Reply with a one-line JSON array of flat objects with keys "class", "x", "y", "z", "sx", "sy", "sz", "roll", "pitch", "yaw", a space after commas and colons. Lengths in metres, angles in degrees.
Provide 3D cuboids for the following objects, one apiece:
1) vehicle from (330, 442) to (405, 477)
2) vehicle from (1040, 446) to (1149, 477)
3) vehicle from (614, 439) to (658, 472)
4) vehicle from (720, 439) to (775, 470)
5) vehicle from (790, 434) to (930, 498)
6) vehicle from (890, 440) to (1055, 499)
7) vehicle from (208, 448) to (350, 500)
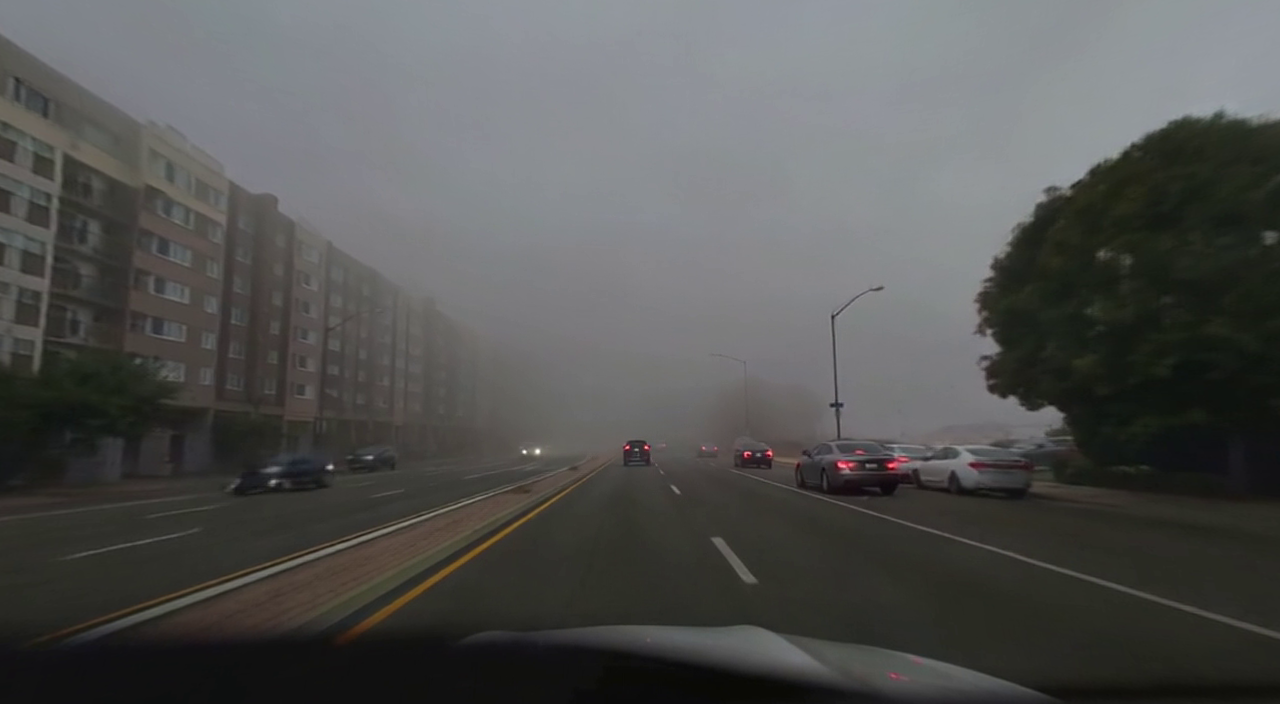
[{"class": "vehicle", "x": -15.261, "y": 6.032, "z": 35.631, "sx": 2.096, "sy": 1.796, "sz": 4.825, "roll": 0, "pitch": -8, "yaw": 0}, {"class": "vehicle", "x": 22.685, "y": 5.472, "z": 31.553, "sx": 1.955, "sy": 1.427, "sz": 3.836, "roll": 4, "pitch": -10, "yaw": -27}, {"class": "vehicle", "x": -0.209, "y": 5.176, "z": 31.745, "sx": 2.106, "sy": 1.553, "sz": 3.964, "roll": 0, "pitch": -8, "yaw": -1}, {"class": "vehicle", "x": 5.748, "y": 5.559, "z": 34.165, "sx": 2.154, "sy": 1.554, "sz": 4.149, "roll": 0, "pitch": -8, "yaw": -2}, {"class": "vehicle", "x": 6.002, "y": 3.184, "z": 17.979, "sx": 2.121, "sy": 1.557, "sz": 4.898, "roll": 0, "pitch": -8, "yaw": -1}, {"class": "vehicle", "x": 9.804, "y": 3.476, "z": 19.157, "sx": 2.181, "sy": 1.546, "sz": 4.845, "roll": 0, "pitch": -9, "yaw": -3}, {"class": "vehicle", "x": -11.487, "y": 3.860, "z": 20.482, "sx": 1.897, "sy": 1.466, "sz": 4.566, "roll": 0, "pitch": -8, "yaw": 0}]
